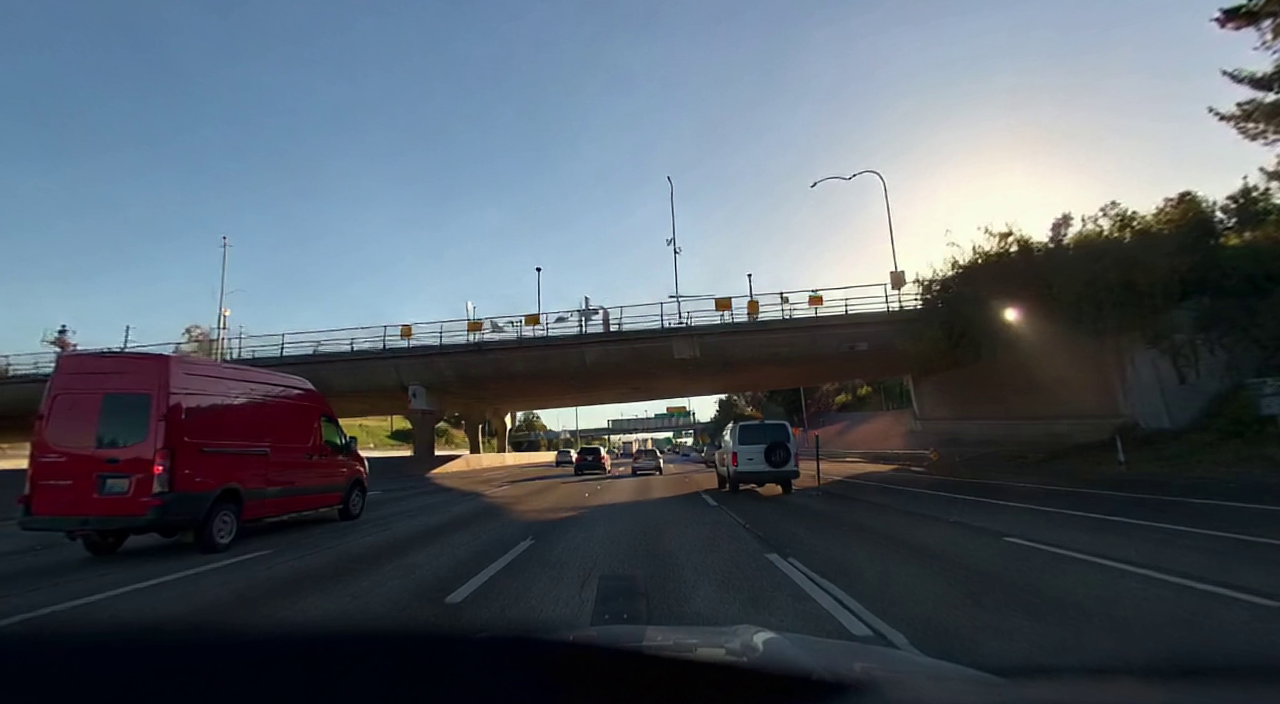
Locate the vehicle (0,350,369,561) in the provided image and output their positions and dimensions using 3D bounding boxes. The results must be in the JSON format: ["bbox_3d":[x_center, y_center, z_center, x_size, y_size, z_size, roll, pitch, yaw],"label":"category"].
[{"bbox_3d":[-7.526,1.800,11.404,2.336,2.708,6.421,0,-9,0],"label":"vehicle"}]

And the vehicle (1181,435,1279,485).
[{"bbox_3d":[23.286,3.998,23.363,1.982,1.748,4.713,2,-9,-6],"label":"vehicle"}]

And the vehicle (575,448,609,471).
[{"bbox_3d":[-3.286,7.495,44.193,1.970,1.483,4.071,0,-9,1],"label":"vehicle"}]

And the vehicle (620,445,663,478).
[{"bbox_3d":[0.084,5.731,33.401,2.115,1.617,4.102,0,-9,1],"label":"vehicle"}]

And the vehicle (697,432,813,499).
[{"bbox_3d":[3.581,3.697,21.095,2.777,1.895,5.710,0,-9,0],"label":"vehicle"}]
